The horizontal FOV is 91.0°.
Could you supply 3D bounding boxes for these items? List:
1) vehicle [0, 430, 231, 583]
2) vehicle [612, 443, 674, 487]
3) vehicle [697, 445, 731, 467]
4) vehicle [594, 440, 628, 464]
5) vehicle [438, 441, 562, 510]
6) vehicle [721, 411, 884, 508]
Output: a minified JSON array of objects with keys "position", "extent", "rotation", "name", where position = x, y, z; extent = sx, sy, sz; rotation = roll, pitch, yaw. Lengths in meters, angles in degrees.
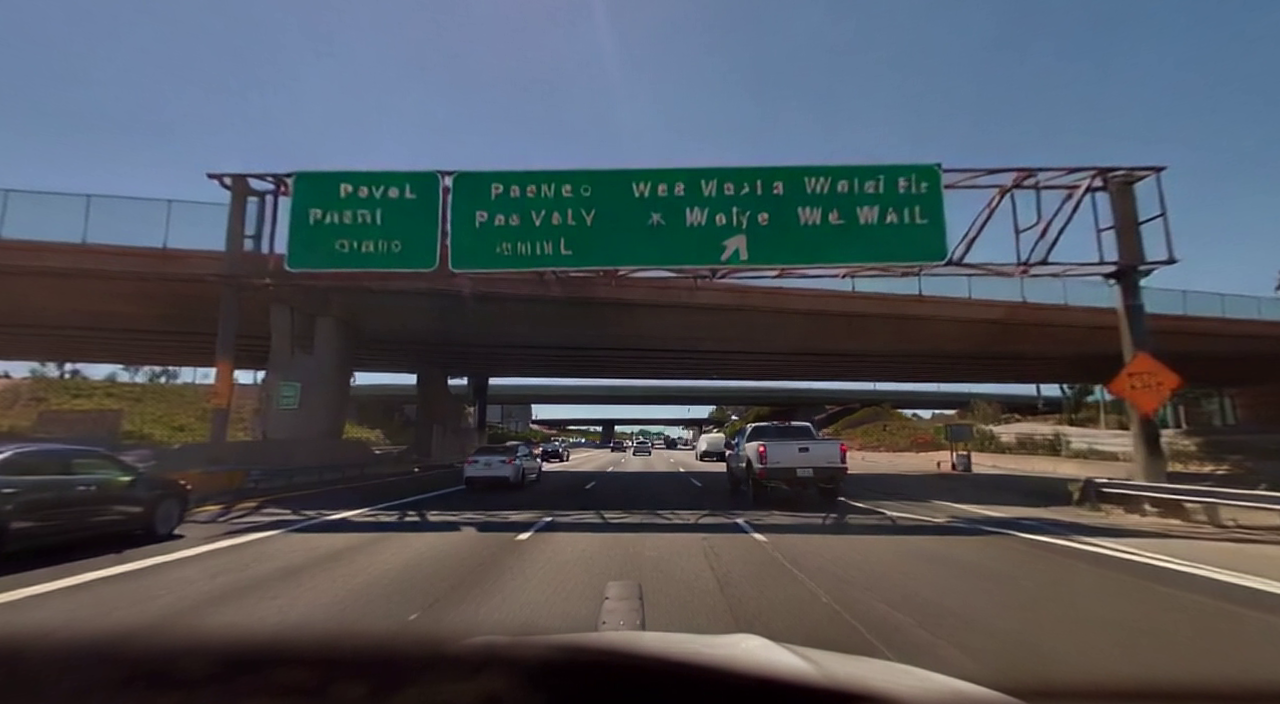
[{"position":[-7.476,1.747,7.545],"extent":[2.065,1.519,4.491],"rotation":[0,-9,1],"name":"vehicle"},{"position":[0.145,4.131,23.329],"extent":[2.071,1.478,4.130],"rotation":[0,-9,1],"name":"vehicle"},{"position":[5.280,7.474,45.374],"extent":[2.023,1.507,4.510],"rotation":[0,-9,2],"name":"vehicle"},{"position":[-2.205,7.874,49.611],"extent":[2.261,1.759,4.297],"rotation":[-1,-9,3],"name":"vehicle"},{"position":[-3.354,3.057,16.078],"extent":[1.996,1.488,4.451],"rotation":[0,-9,2],"name":"vehicle"},{"position":[4.081,2.934,17.510],"extent":[2.802,2.151,6.579],"rotation":[0,-9,0],"name":"vehicle"}]
